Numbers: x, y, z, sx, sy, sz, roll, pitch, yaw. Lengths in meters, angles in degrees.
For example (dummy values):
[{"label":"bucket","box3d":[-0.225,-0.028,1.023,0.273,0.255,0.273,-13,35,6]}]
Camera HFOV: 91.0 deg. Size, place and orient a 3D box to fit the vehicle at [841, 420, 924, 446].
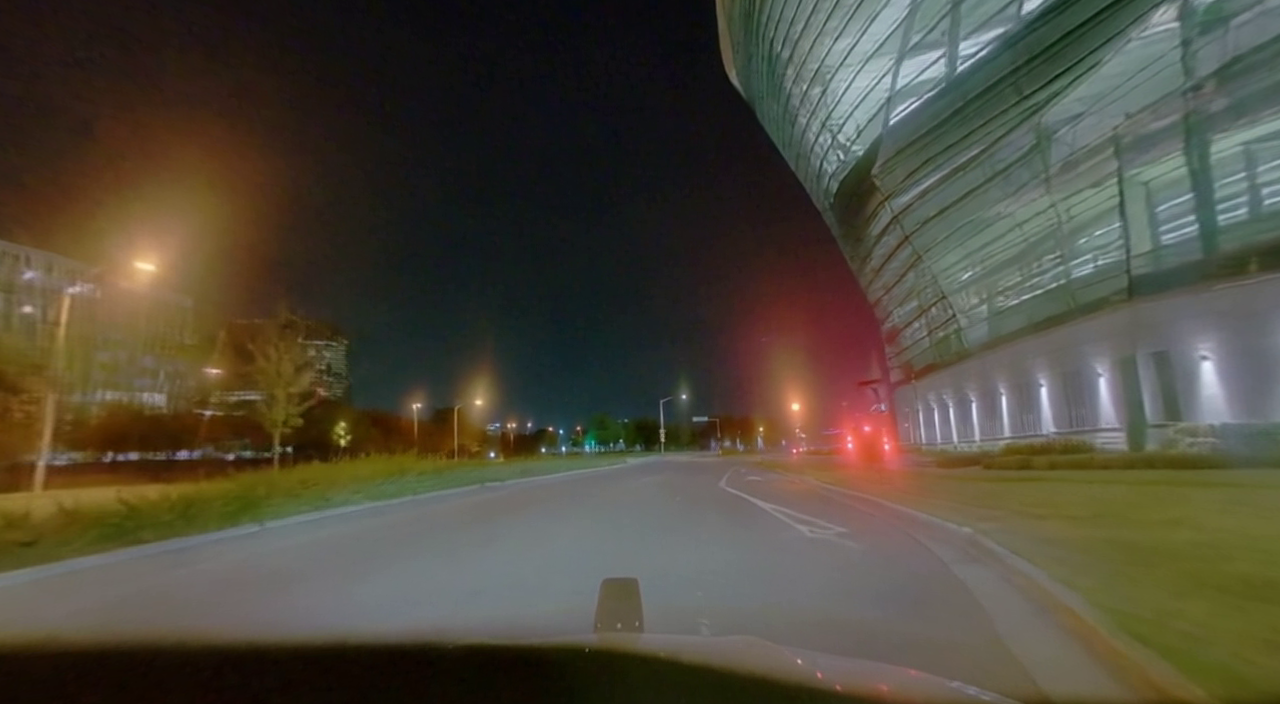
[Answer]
[{"label":"vehicle","box3d":[18.620,6.242,48.675,5.745,1.902,2.244,-2,-9,16]}]
